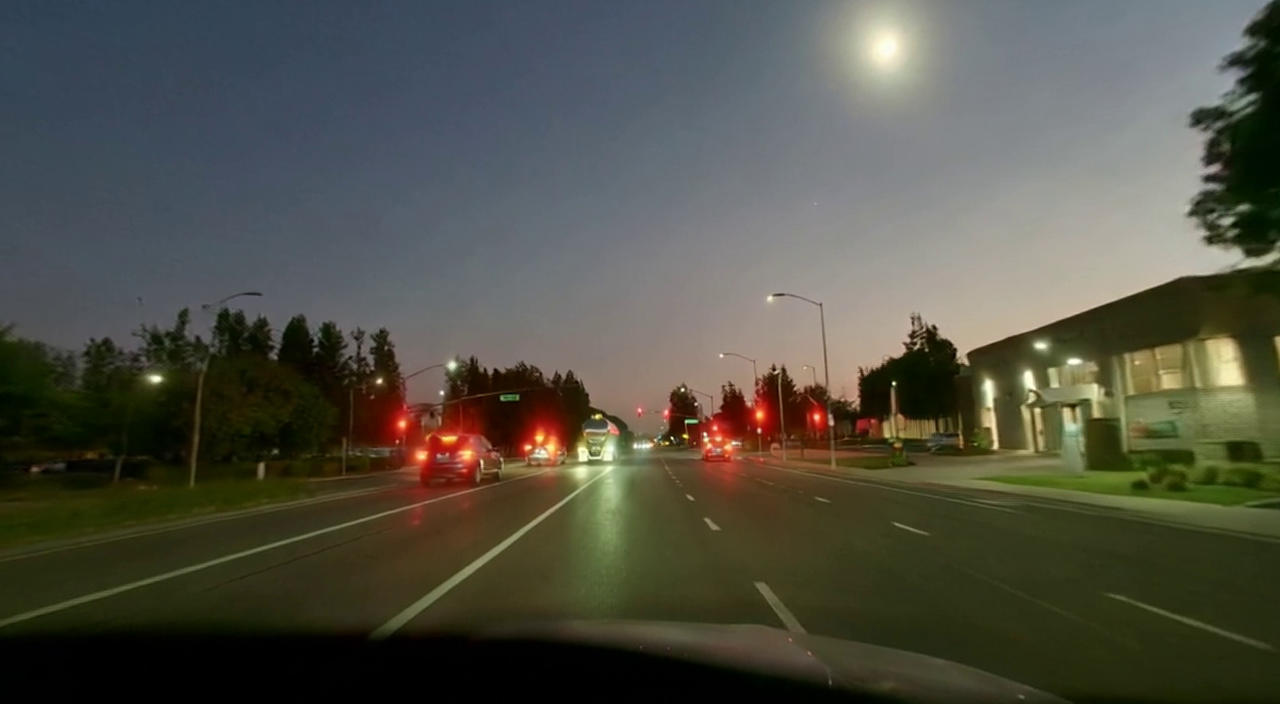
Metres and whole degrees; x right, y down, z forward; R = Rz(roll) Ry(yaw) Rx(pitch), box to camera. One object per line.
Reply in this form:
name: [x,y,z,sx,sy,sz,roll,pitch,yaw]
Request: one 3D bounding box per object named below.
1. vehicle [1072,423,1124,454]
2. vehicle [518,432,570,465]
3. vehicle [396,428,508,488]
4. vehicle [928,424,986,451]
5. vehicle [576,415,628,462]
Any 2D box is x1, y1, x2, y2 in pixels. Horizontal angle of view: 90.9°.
vehicle: [23.659,4.441,32.547,1.924,1.467,4.572,-7,-10,36]
vehicle: [-6.063,6.179,40.551,2.375,1.989,5.497,0,-8,1]
vehicle: [-6.101,3.496,21.137,2.179,1.750,4.621,0,-8,2]
vehicle: [23.940,6.447,47.439,2.380,1.890,5.620,-7,-11,42]
vehicle: [-2.579,6.624,47.931,2.841,3.004,14.901,0,-8,1]
